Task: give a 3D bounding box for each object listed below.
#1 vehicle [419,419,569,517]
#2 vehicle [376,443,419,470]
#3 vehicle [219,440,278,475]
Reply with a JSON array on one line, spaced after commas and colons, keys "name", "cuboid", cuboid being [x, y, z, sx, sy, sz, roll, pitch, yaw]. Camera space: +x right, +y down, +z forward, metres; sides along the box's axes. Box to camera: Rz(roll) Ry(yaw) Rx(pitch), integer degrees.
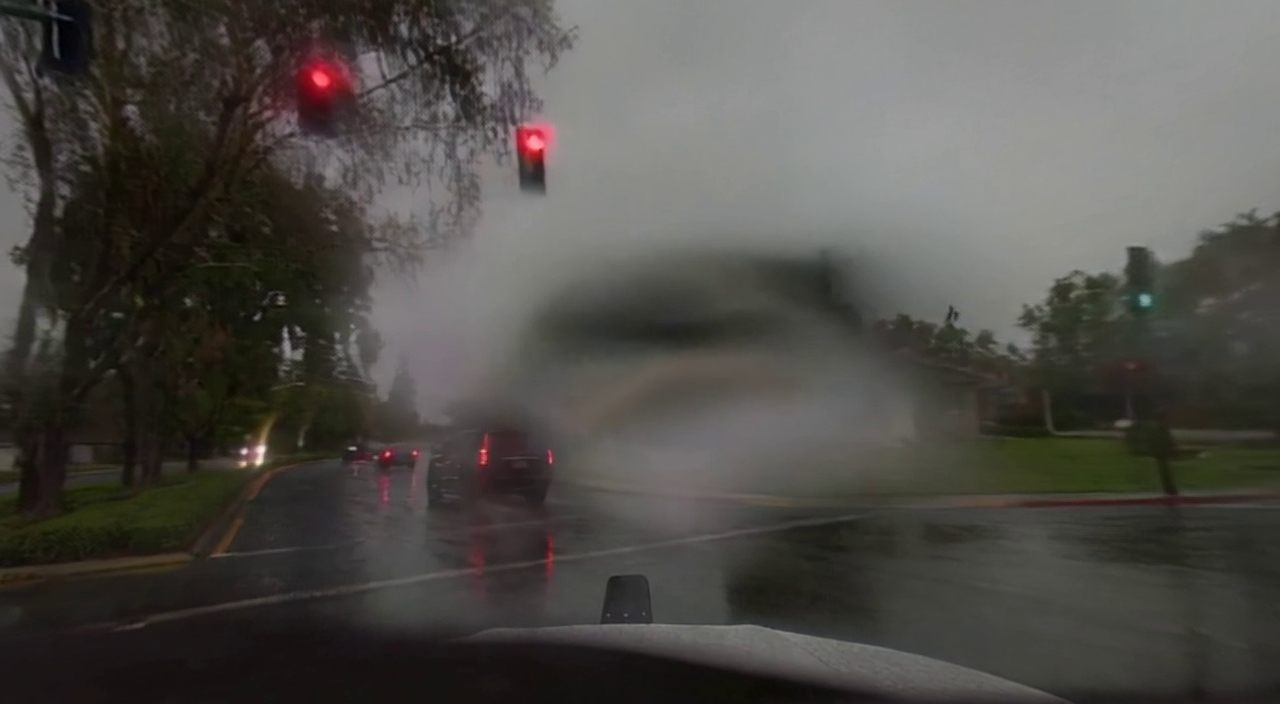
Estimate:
[{"name": "vehicle", "cuboid": [-3.544, 2.583, 14.570, 2.141, 1.833, 4.704, 4, -10, -28]}, {"name": "vehicle", "cuboid": [-14.137, 6.027, 36.571, 1.983, 1.433, 4.558, 4, -9, -24]}, {"name": "vehicle", "cuboid": [-20.964, 5.651, 33.919, 2.063, 1.721, 4.261, 4, -9, -24]}]
